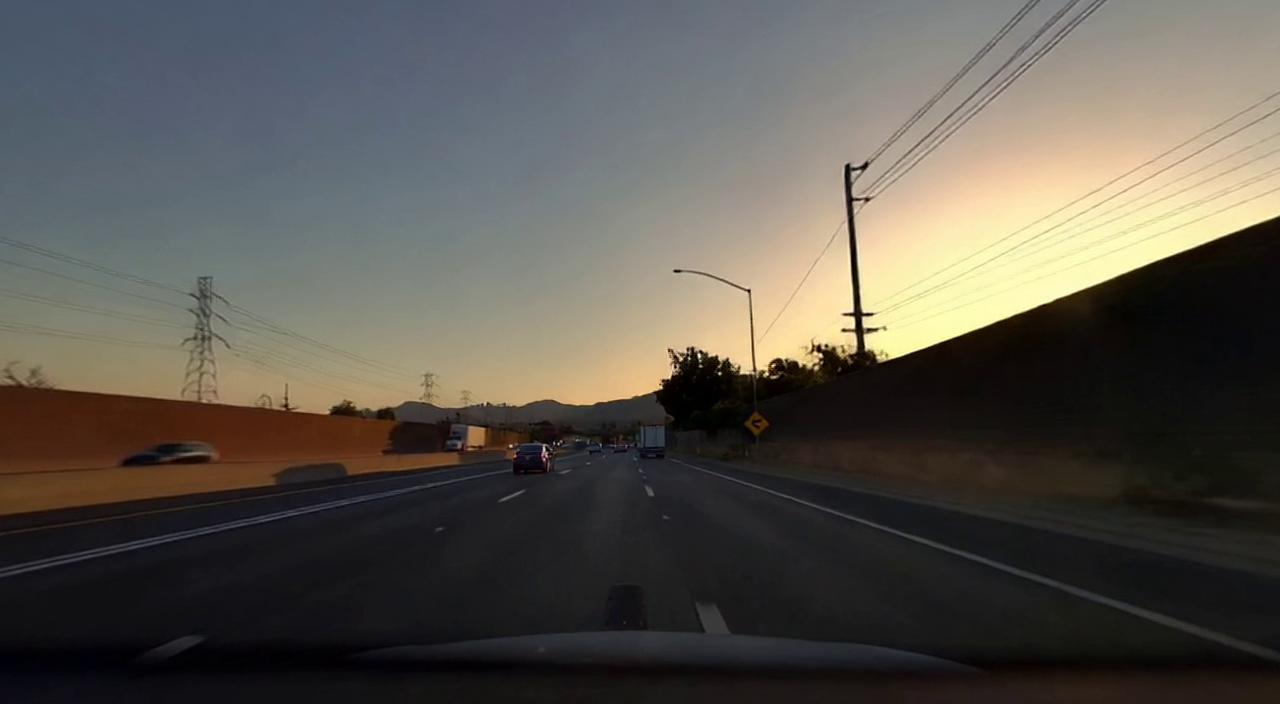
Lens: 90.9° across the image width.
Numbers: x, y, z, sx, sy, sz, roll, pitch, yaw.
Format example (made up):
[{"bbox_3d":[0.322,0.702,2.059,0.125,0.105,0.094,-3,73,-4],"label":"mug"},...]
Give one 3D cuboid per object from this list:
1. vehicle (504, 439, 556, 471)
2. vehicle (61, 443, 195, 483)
[{"bbox_3d":[-5.956,5.613,34.687,2.064,1.642,4.389,0,-8,0],"label":"vehicle"},{"bbox_3d":[-20.371,4.409,25.383,1.821,1.473,4.245,0,-8,0],"label":"vehicle"}]
